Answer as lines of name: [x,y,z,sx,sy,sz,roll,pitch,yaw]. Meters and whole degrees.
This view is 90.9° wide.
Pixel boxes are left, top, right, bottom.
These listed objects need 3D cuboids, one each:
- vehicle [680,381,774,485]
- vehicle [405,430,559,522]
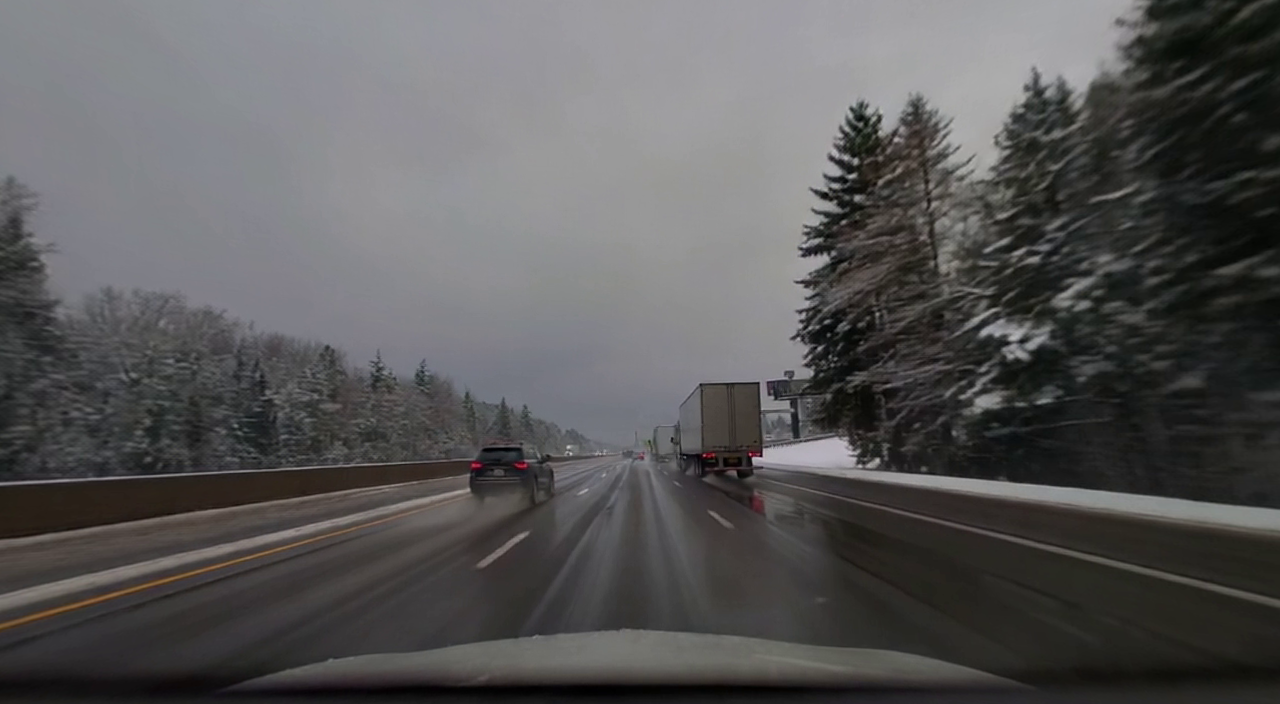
vehicle: [4.037,4.441,33.241,2.826,4.269,14.176,0,-9,0]
vehicle: [-3.454,2.838,14.957,2.291,1.788,4.825,0,-9,1]
